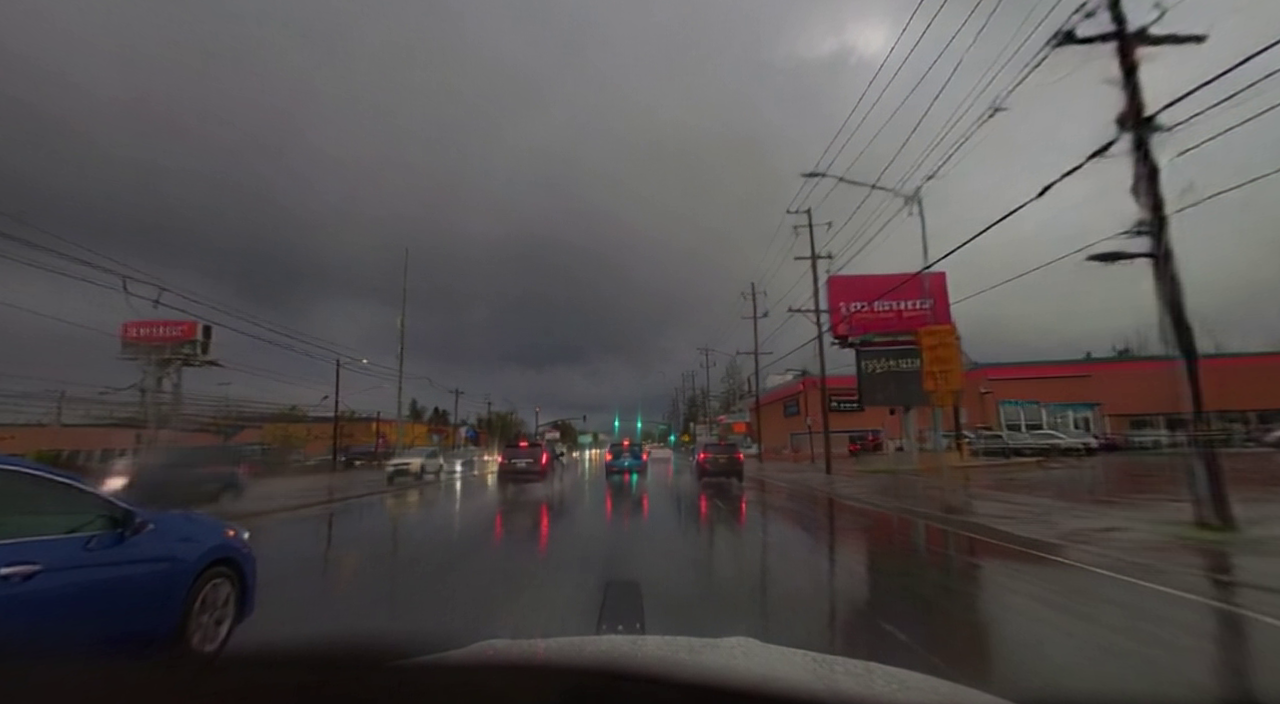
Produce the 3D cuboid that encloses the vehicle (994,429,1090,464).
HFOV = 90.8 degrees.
[{"bbox_3d":[19.269,4.581,30.532,1.941,1.536,3.956,0,-9,-1],"label":"vehicle"}]

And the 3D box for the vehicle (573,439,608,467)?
[{"bbox_3d":[-3.827,7.914,49.689,2.405,2.009,5.909,0,-8,-1],"label":"vehicle"}]

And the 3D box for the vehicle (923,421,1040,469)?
[{"bbox_3d":[16.122,4.474,30.317,2.409,1.981,5.809,-2,-9,1],"label":"vehicle"}]

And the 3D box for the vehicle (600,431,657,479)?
[{"bbox_3d":[-0.535,4.523,27.879,2.326,1.925,4.253,0,-8,-2],"label":"vehicle"}]

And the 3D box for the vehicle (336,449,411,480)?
[{"bbox_3d":[-15.021,6.325,35.910,2.258,1.586,4.820,0,-8,-1],"label":"vehicle"}]

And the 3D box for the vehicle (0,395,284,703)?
[{"bbox_3d":[-3.339,0.849,1.840,2.022,1.498,4.471,0,-8,-1],"label":"vehicle"}]

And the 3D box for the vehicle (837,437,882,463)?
[{"bbox_3d":[14.729,6.511,42.197,1.990,1.597,4.475,-5,-10,29],"label":"vehicle"}]

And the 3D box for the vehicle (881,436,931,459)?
[{"bbox_3d":[19.215,6.900,45.860,1.883,1.499,4.403,-1,-8,3],"label":"vehicle"}]

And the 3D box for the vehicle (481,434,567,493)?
[{"bbox_3d":[-3.603,3.522,20.337,2.051,1.671,3.861,0,-8,0],"label":"vehicle"}]

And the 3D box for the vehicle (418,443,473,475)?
[{"bbox_3d":[-11.655,6.439,38.220,2.016,1.773,4.433,0,-8,-1],"label":"vehicle"}]

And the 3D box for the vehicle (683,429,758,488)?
[{"bbox_3d":[2.774,3.763,22.682,2.026,1.904,4.102,0,-8,-2],"label":"vehicle"}]
